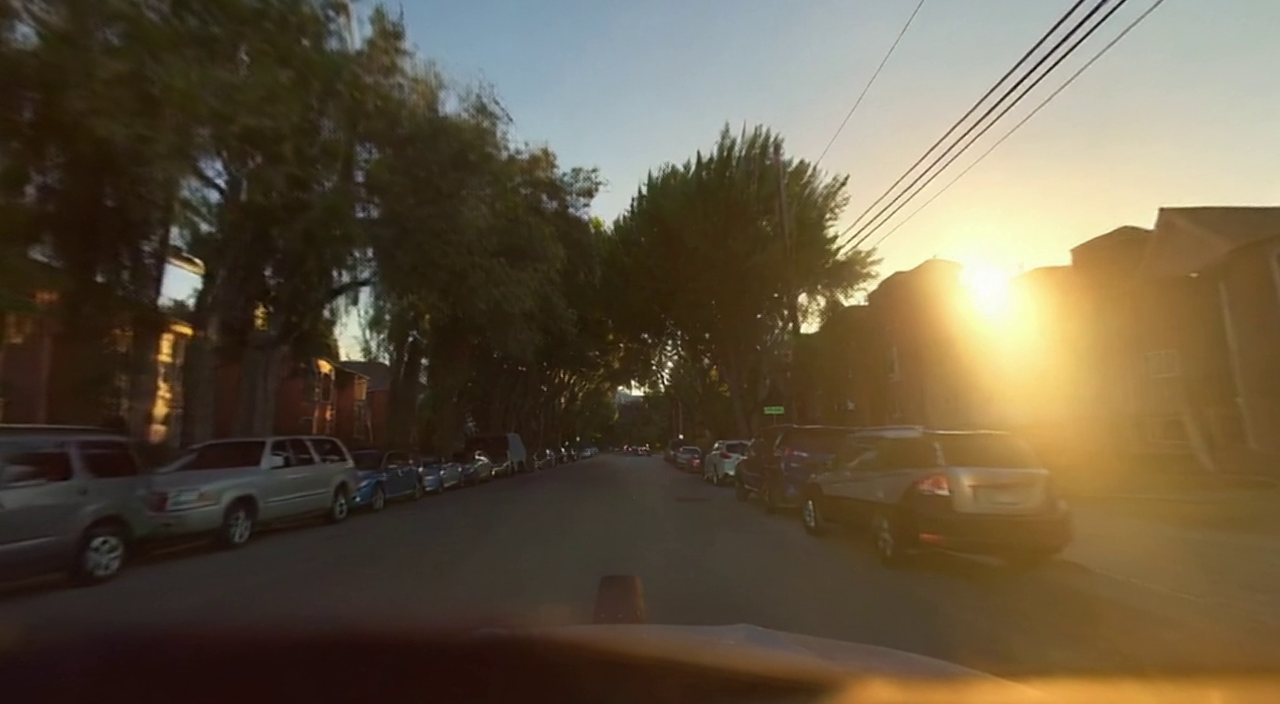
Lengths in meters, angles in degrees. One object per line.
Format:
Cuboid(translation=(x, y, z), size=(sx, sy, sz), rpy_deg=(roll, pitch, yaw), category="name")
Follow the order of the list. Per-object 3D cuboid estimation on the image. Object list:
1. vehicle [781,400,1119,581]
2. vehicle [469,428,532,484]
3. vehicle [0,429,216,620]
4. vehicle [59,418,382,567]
Cuboid(translation=(3.858, 1.849, 9.309), size=(2.214, 1.885, 5.268), rpy_deg=(0, -9, -1), category="vehicle")
Cuboid(translation=(-7.625, 5.748, 34.980), size=(2.294, 2.707, 6.199), rpy_deg=(-2, -9, -2), category="vehicle")
Cuboid(translation=(-7.273, 1.743, 6.245), size=(2.384, 1.781, 5.492), rpy_deg=(-3, -10, -1), category="vehicle")
Cuboid(translation=(-7.382, 2.575, 12.302), size=(2.205, 2.051, 6.109), rpy_deg=(-3, -10, -1), category="vehicle")
